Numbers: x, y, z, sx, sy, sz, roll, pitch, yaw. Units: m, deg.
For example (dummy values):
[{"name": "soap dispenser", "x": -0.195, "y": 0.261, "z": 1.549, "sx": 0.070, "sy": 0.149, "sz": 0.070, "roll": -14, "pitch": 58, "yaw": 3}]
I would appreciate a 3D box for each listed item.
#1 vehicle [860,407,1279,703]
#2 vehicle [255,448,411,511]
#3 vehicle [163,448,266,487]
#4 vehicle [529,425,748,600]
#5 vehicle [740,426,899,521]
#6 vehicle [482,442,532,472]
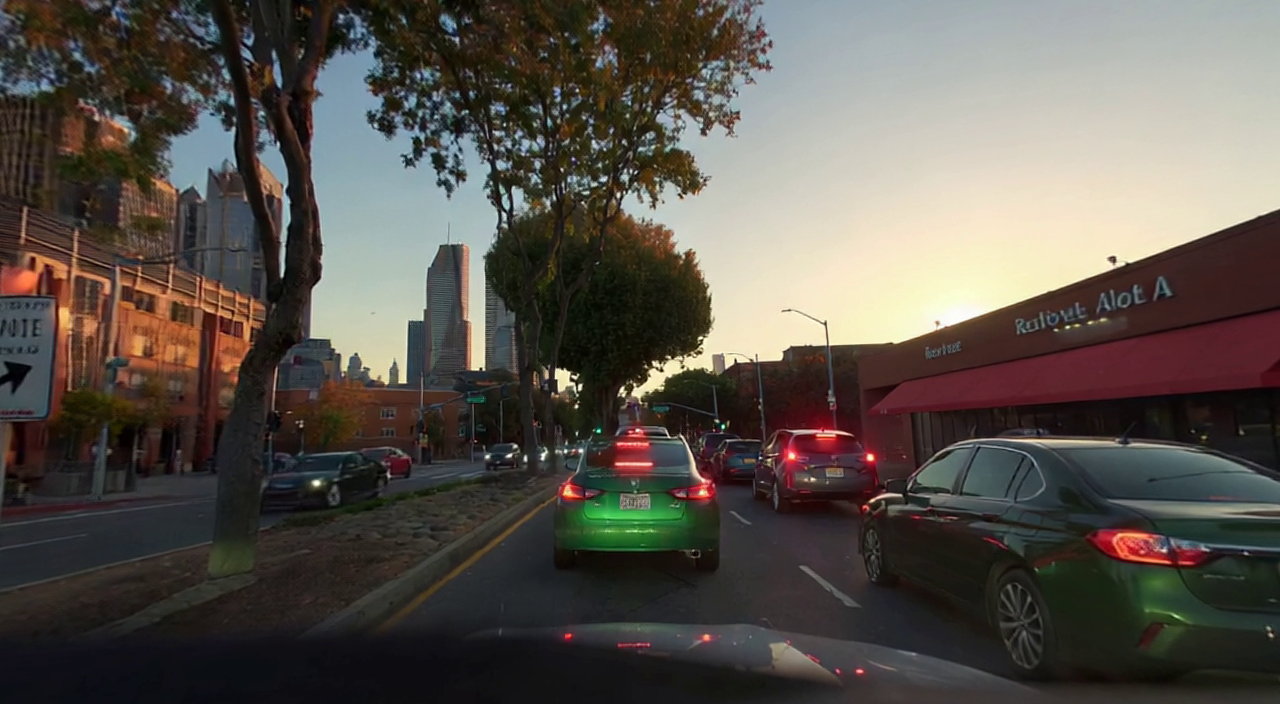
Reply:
[{"name": "vehicle", "x": 3.312, "y": 1.257, "z": 4.480, "sx": 1.988, "sy": 1.480, "sz": 4.195, "roll": 0, "pitch": -9, "yaw": 0}, {"name": "vehicle", "x": -7.955, "y": 3.310, "z": 16.931, "sx": 1.991, "sy": 1.433, "sz": 4.261, "roll": 0, "pitch": -9, "yaw": 1}, {"name": "vehicle", "x": -20.631, "y": 5.546, "z": 30.623, "sx": 4.329, "sy": 1.773, "sz": 2.072, "roll": -4, "pitch": -9, "yaw": 25}, {"name": "vehicle", "x": -0.025, "y": 1.653, "z": 7.290, "sx": 1.887, "sy": 1.487, "sz": 3.535, "roll": 0, "pitch": -9, "yaw": 0}, {"name": "vehicle", "x": 3.534, "y": 2.484, "z": 13.414, "sx": 2.025, "sy": 1.660, "sz": 4.263, "roll": 0, "pitch": -9, "yaw": -1}, {"name": "vehicle", "x": -8.135, "y": 6.446, "z": 39.065, "sx": 2.079, "sy": 1.695, "sz": 4.374, "roll": 0, "pitch": -9, "yaw": 0}]
